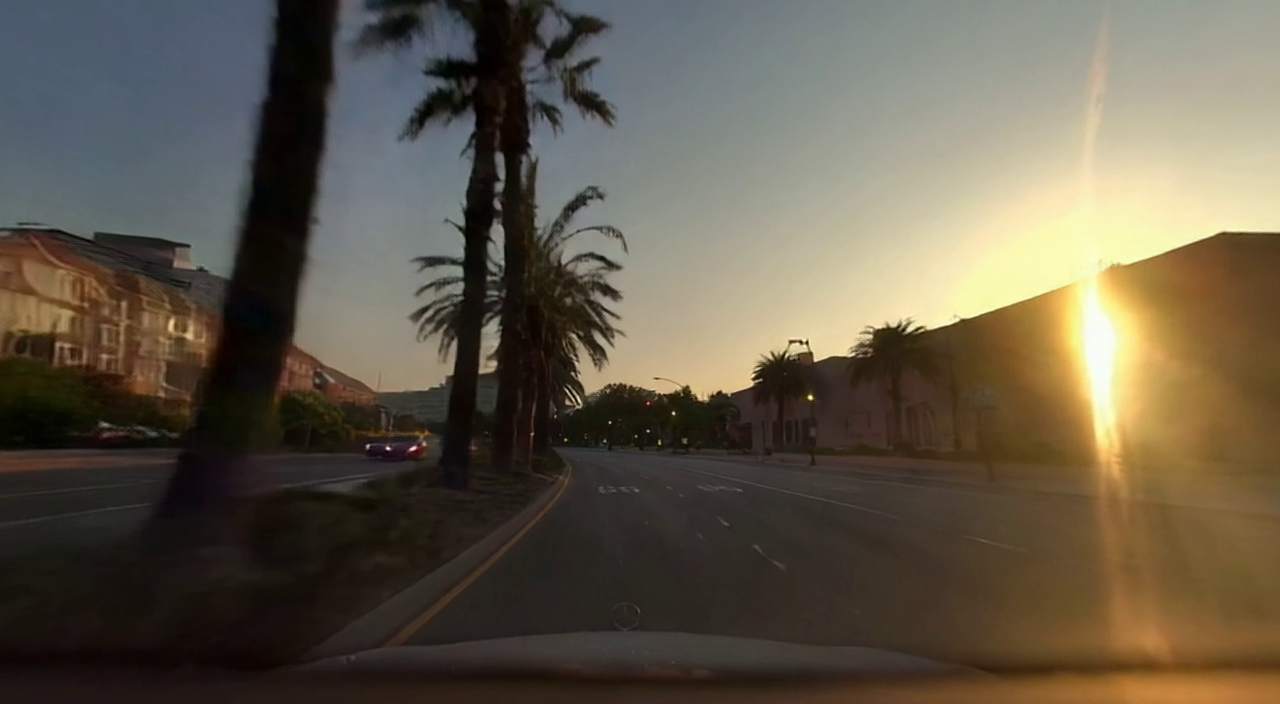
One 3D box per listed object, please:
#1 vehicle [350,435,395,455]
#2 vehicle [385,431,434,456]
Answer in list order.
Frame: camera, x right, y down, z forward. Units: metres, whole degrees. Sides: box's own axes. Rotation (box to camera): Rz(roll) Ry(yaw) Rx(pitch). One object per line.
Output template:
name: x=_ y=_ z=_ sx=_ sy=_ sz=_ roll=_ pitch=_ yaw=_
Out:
vehicle: x=-20.517 y=7.183 z=48.616 sx=1.918 sy=1.465 sz=4.508 roll=1 pitch=-9 yaw=-6
vehicle: x=-15.672 y=6.274 z=43.188 sx=2.012 sy=1.633 sz=4.505 roll=1 pitch=-9 yaw=-5
